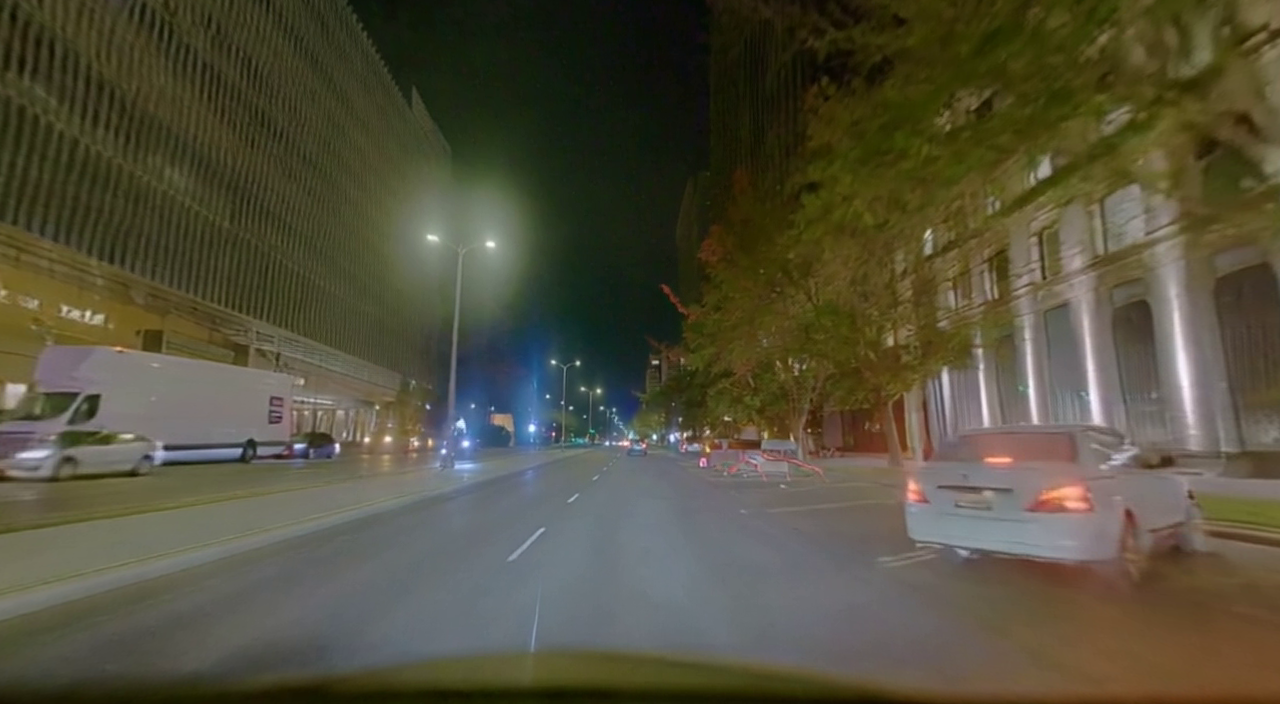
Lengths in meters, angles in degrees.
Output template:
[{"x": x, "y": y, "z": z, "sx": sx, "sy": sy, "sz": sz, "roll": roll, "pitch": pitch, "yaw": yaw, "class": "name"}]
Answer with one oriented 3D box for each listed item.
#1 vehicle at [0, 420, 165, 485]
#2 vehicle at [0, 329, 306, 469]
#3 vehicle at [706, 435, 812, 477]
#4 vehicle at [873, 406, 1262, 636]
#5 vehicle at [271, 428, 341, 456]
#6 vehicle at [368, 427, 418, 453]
[{"x": -15.377, "y": 2.626, "z": 16.672, "sx": 1.909, "sy": 1.465, "sz": 4.758, "roll": 0, "pitch": -8, "yaw": -1, "class": "vehicle"}, {"x": -18.858, "y": 2.347, "z": 25.575, "sx": 3.054, "sy": 4.140, "sz": 14.110, "roll": -1, "pitch": -8, "yaw": -1, "class": "vehicle"}, {"x": 4.614, "y": 3.961, "z": 24.287, "sx": 3.896, "sy": 1.488, "sz": 1.868, "roll": 6, "pitch": -10, "yaw": -38, "class": "vehicle"}, {"x": 4.539, "y": 1.401, "z": 6.368, "sx": 4.720, "sy": 1.487, "sz": 1.876, "roll": 6, "pitch": -10, "yaw": -39, "class": "vehicle"}, {"x": -18.944, "y": 5.136, "z": 35.913, "sx": 1.828, "sy": 1.502, "sz": 4.103, "roll": 0, "pitch": -8, "yaw": -1, "class": "vehicle"}, {"x": -19.057, "y": 6.826, "z": 48.838, "sx": 1.963, "sy": 1.843, "sz": 4.866, "roll": -1, "pitch": -8, "yaw": -1, "class": "vehicle"}]
